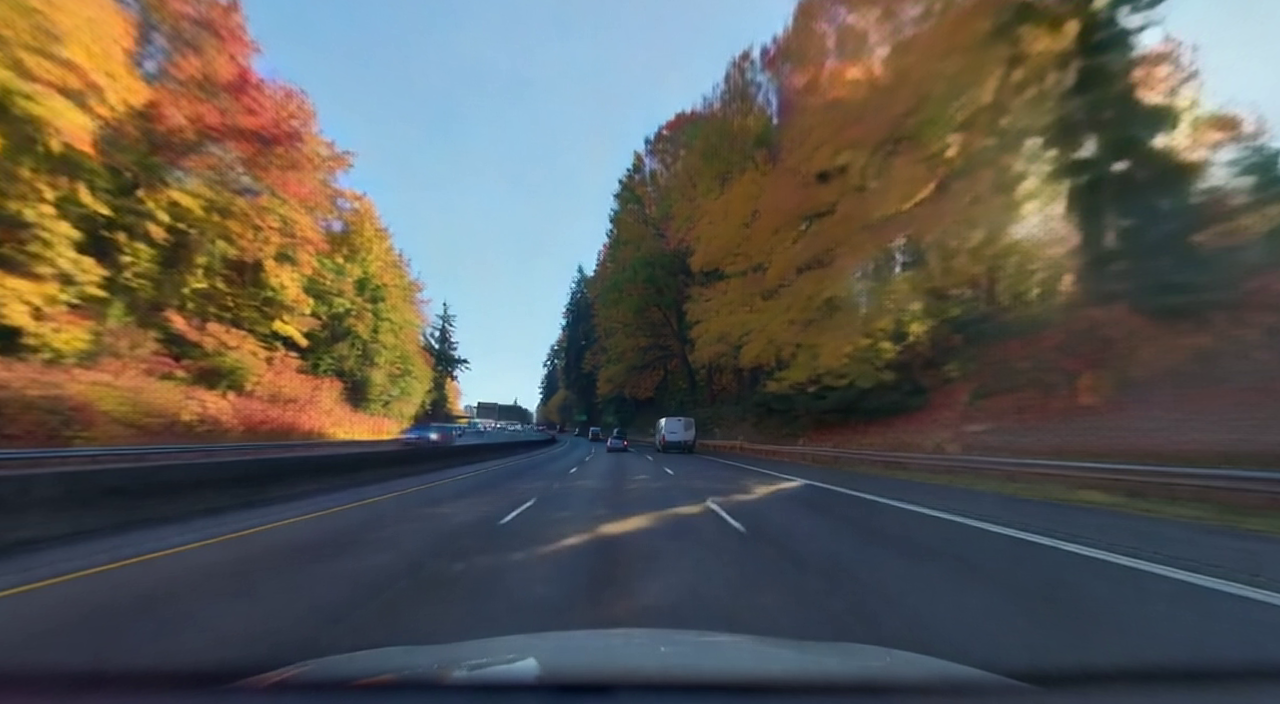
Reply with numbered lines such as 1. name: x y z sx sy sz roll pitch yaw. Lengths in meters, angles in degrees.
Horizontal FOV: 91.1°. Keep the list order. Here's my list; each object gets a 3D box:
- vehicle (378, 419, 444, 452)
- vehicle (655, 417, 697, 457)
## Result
1. vehicle: -14.220 5.253 39.409 2.114 1.921 5.201 0 -8 1
2. vehicle: 2.417 5.955 43.959 2.411 2.614 5.781 0 -8 -1
